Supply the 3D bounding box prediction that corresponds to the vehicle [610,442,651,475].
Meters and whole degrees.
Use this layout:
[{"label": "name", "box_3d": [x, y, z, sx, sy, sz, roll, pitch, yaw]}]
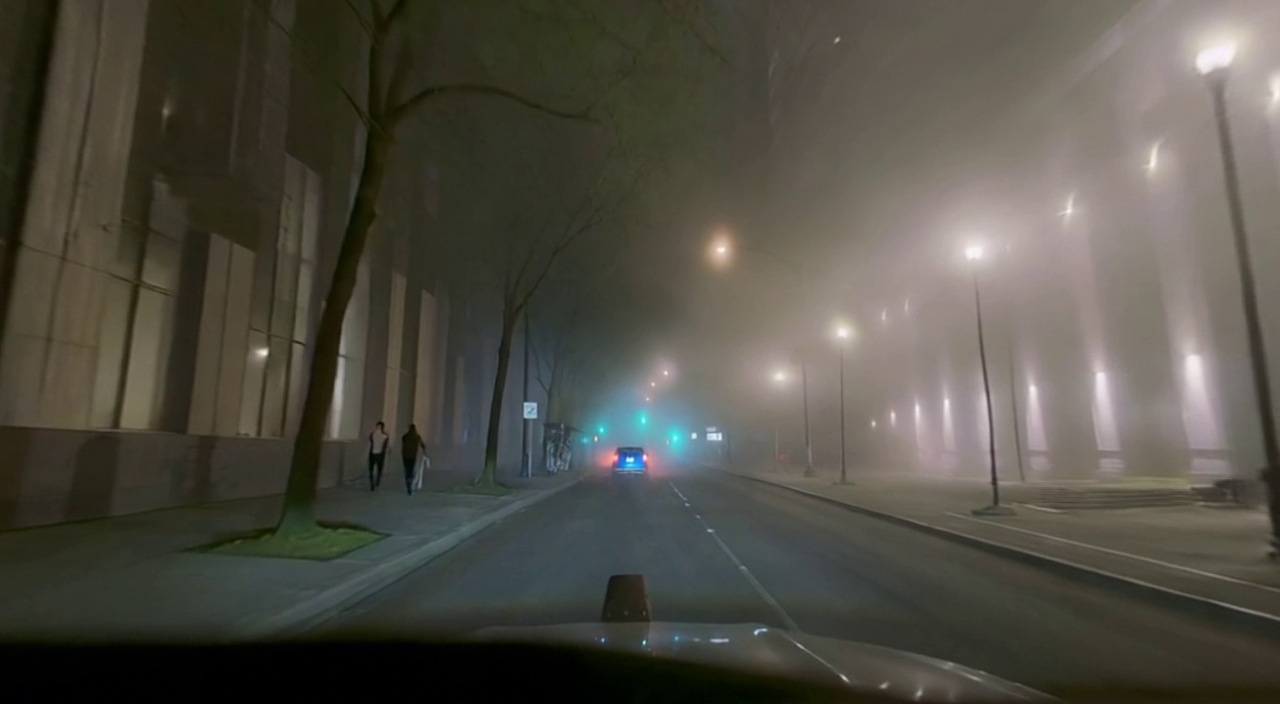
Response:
[{"label": "vehicle", "box_3d": [-0.523, 5.690, 33.969, 2.079, 1.621, 3.861, 0, -8, -1]}]
